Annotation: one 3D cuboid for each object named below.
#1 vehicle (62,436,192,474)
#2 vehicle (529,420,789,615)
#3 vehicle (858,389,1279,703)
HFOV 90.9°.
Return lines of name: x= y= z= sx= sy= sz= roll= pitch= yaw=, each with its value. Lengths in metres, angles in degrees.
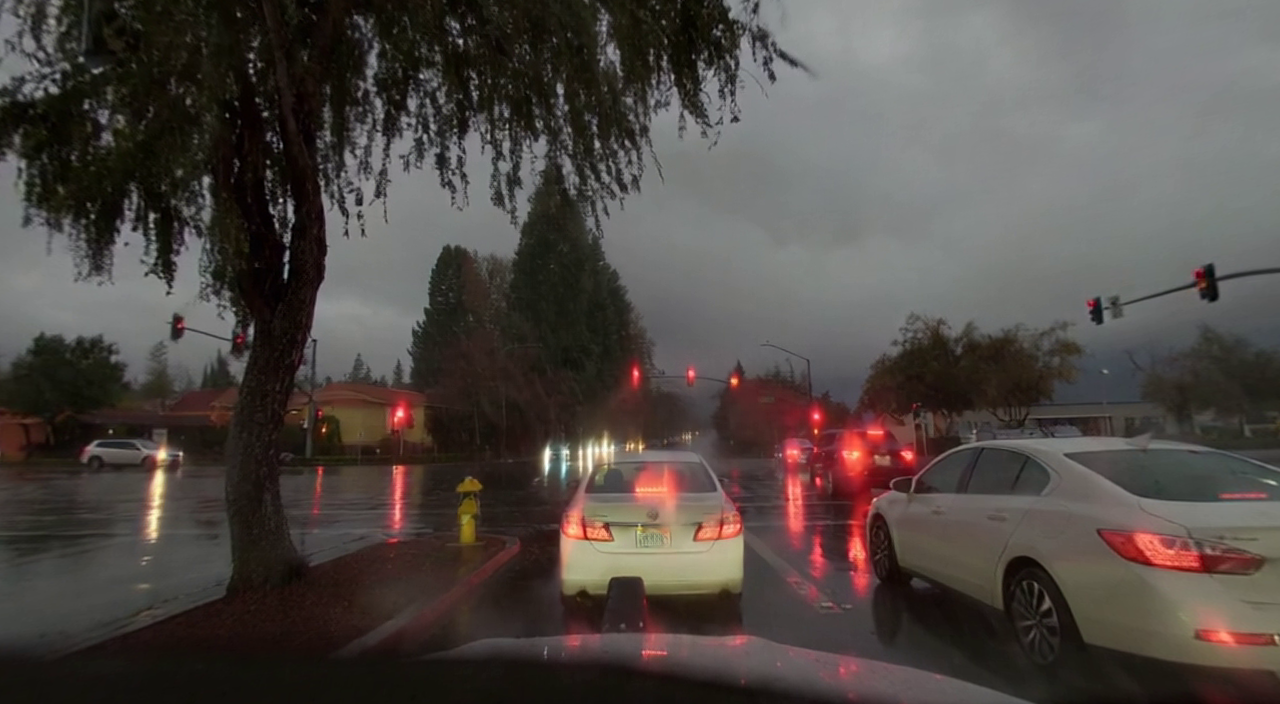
vehicle: x=-24.287 y=4.874 z=29.995 sx=4.450 sy=1.684 sz=1.894 roll=0 pitch=-8 yaw=0
vehicle: x=0.103 y=1.566 z=6.878 sx=2.017 sy=1.485 sz=3.813 roll=0 pitch=-8 yaw=-1
vehicle: x=3.176 y=1.125 z=3.895 sx=1.931 sy=1.493 sz=4.555 roll=0 pitch=-8 yaw=-1
